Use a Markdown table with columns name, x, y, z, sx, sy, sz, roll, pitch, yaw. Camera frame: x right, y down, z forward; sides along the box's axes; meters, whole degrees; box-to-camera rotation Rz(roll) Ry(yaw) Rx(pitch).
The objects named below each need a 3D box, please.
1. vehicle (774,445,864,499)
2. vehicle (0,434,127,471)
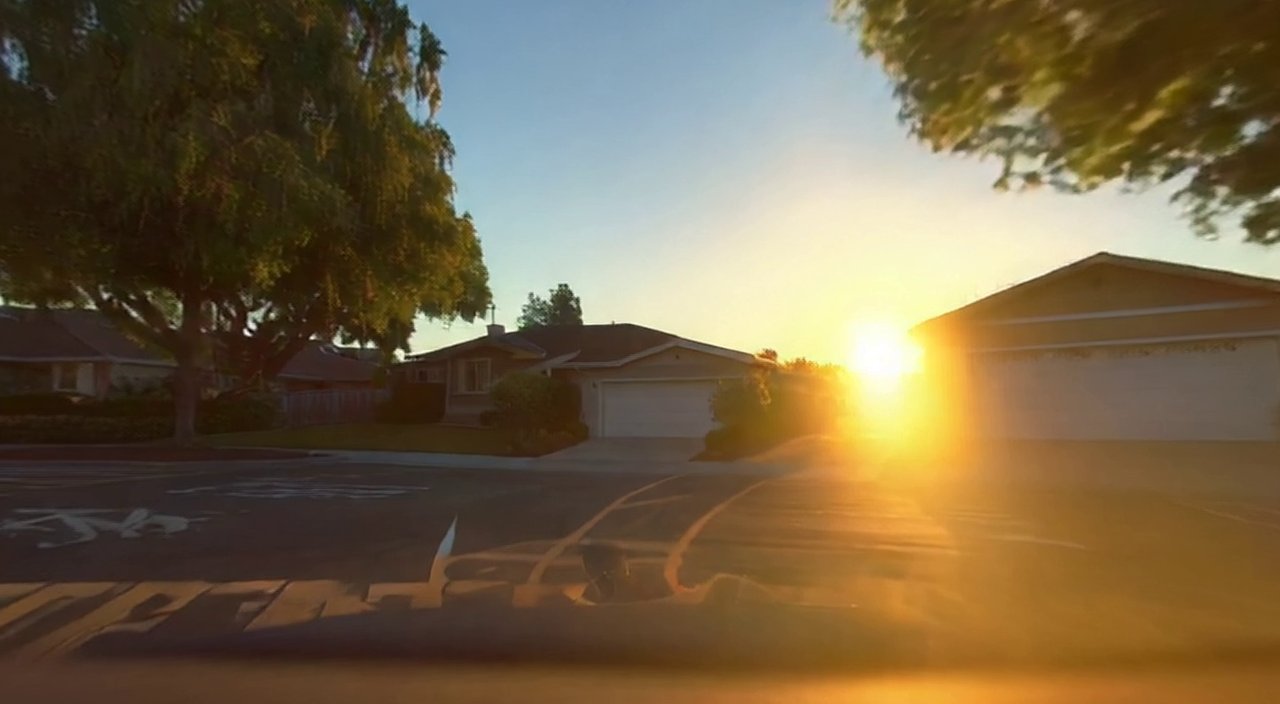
| name | x | y | z | sx | sy | sz | roll | pitch | yaw |
| --- | --- | --- | --- | --- | --- | --- | --- | --- | --- |
| vehicle | 5.507 | 3.760 | 20.049 | 1.860 | 1.477 | 4.629 | -1 | -10 | 5 |
| vehicle | -28.549 | 5.054 | 31.363 | 2.019 | 1.697 | 4.310 | 0 | -11 | 6 |
